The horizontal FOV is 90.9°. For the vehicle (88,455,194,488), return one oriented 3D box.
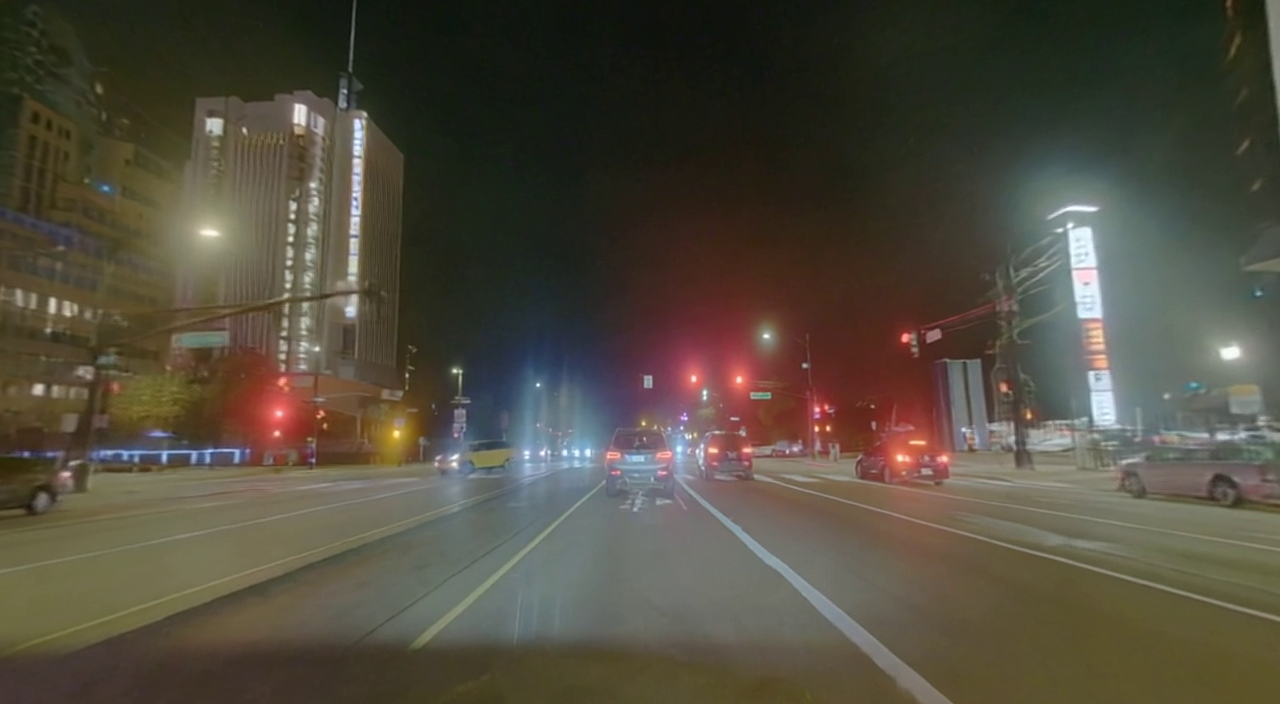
[{"bbox_3d":[-27.211,6.529,34.526,3.892,1.541,2.031,4,-9,-13],"label":"vehicle"}]

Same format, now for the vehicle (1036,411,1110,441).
[{"bbox_3d":[29.453,4.985,43.075,1.913,1.651,4.727,3,-3,1],"label":"vehicle"}]

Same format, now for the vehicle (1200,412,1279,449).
[{"bbox_3d":[25.786,3.150,25.552,1.812,1.419,4.725,-4,-9,0],"label":"vehicle"}]

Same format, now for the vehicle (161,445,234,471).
[{"bbox_3d":[-31.631,7.615,45.308,2.060,1.732,5.462,1,-10,-9],"label":"vehicle"}]

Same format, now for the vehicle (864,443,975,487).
[{"bbox_3d":[9.926,4.011,22.844,1.863,1.426,4.494,0,-8,-1],"label":"vehicle"}]

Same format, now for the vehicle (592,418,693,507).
[{"bbox_3d":[0.025,2.707,15.873,2.157,1.863,4.665,0,-8,-1],"label":"vehicle"}]

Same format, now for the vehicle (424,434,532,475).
[{"bbox_3d":[-7.872,5.031,31.127,4.827,1.856,2.291,1,-8,-6],"label":"vehicle"}]

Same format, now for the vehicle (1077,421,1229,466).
[{"bbox_3d":[18.959,3.438,23.633,1.735,1.417,4.476,-3,-9,-2],"label":"vehicle"}]

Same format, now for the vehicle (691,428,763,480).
[{"bbox_3d":[3.449,4.171,26.044,2.115,1.932,5.189,0,-8,-1],"label":"vehicle"}]

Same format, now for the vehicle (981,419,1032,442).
[{"bbox_3d":[24.573,5.242,42.367,1.422,1.496,3.318,1,-6,1],"label":"vehicle"}]

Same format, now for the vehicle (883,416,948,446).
[{"bbox_3d":[18.689,5.447,43.097,2.123,1.884,5.170,0,-8,0],"label":"vehicle"}]

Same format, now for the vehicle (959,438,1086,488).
[{"bbox_3d":[13.834,4.035,23.185,1.734,1.527,4.531,-3,-9,-1],"label":"vehicle"}]
